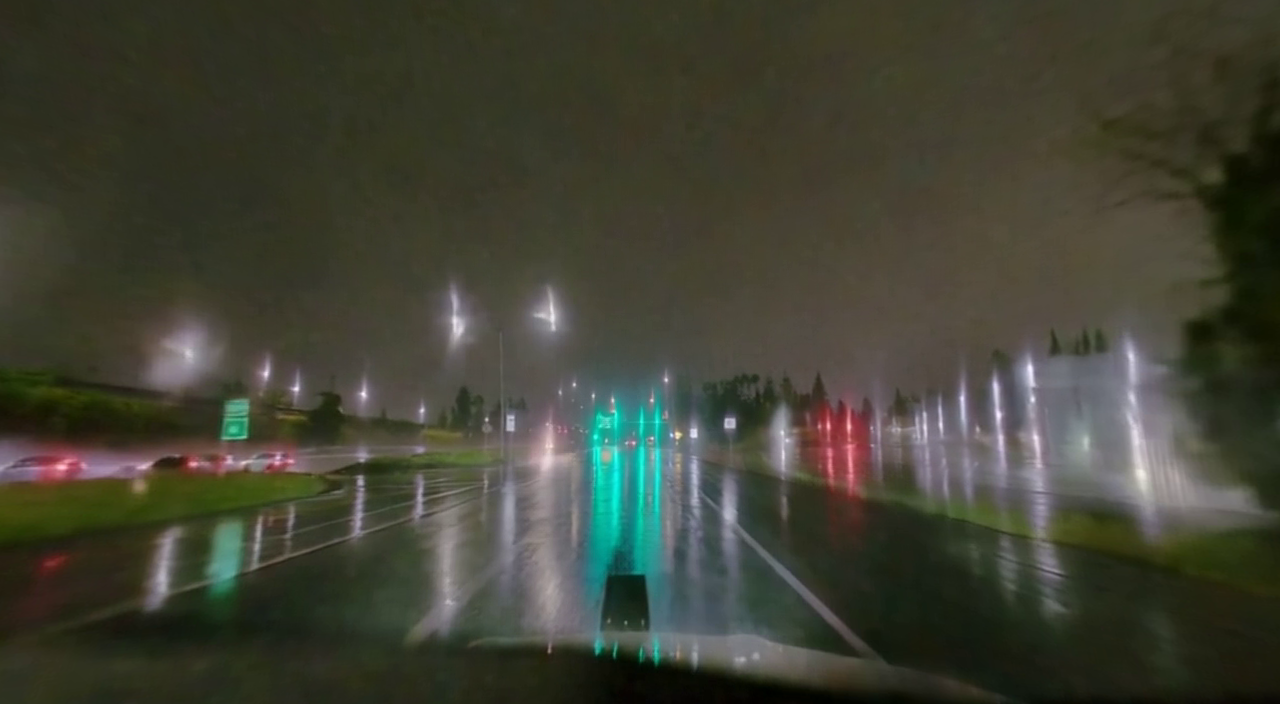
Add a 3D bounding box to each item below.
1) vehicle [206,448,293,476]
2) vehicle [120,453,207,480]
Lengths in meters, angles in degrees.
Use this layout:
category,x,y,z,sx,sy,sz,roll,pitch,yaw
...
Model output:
category,x,y,z,sx,sy,sz,roll,pitch,yaw
vehicle,-25.705,7.223,41.549,4.495,1.641,1.966,-2,-8,3
vehicle,-31.566,7.572,41.819,4.260,1.498,1.850,-3,-8,-1
